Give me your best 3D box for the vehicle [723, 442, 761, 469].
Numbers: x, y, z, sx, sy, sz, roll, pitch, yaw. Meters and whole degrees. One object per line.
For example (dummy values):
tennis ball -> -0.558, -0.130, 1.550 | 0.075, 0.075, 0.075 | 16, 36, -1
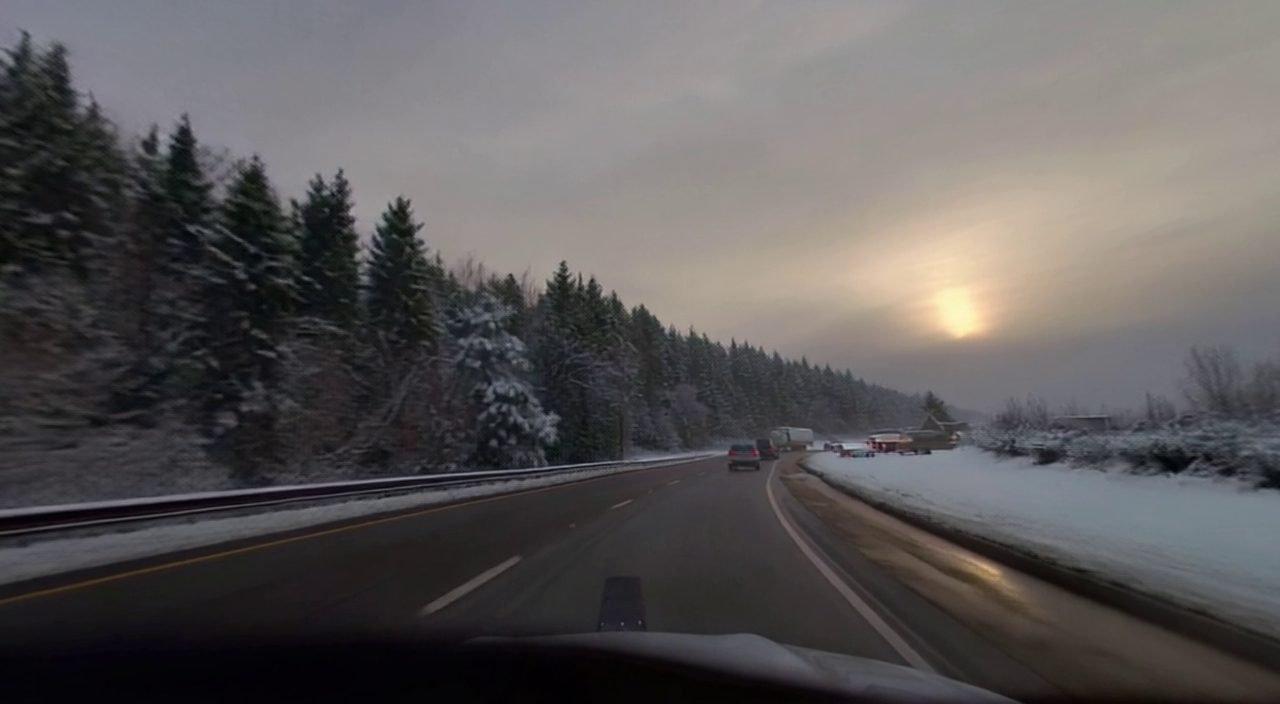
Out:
vehicle -> 6.945, 6.954, 42.526 | 2.221, 1.674, 4.325 | -2, -9, 12
